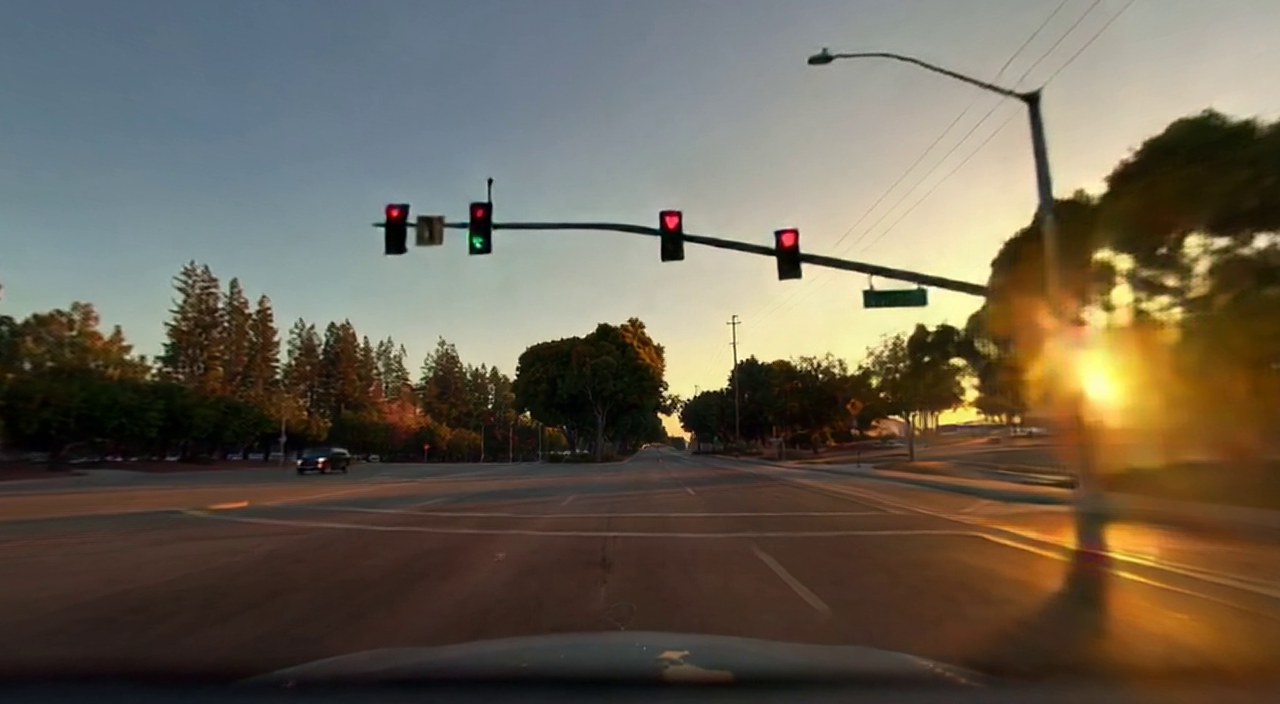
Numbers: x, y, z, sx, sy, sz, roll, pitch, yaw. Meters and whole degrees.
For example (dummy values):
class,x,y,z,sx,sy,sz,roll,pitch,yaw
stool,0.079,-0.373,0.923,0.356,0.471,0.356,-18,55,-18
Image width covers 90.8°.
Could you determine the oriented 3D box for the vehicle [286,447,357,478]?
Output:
class,x,y,z,sx,sy,sz,roll,pitch,yaw
vehicle,-18.888,6.527,37.722,1.976,1.704,4.316,0,-8,0
